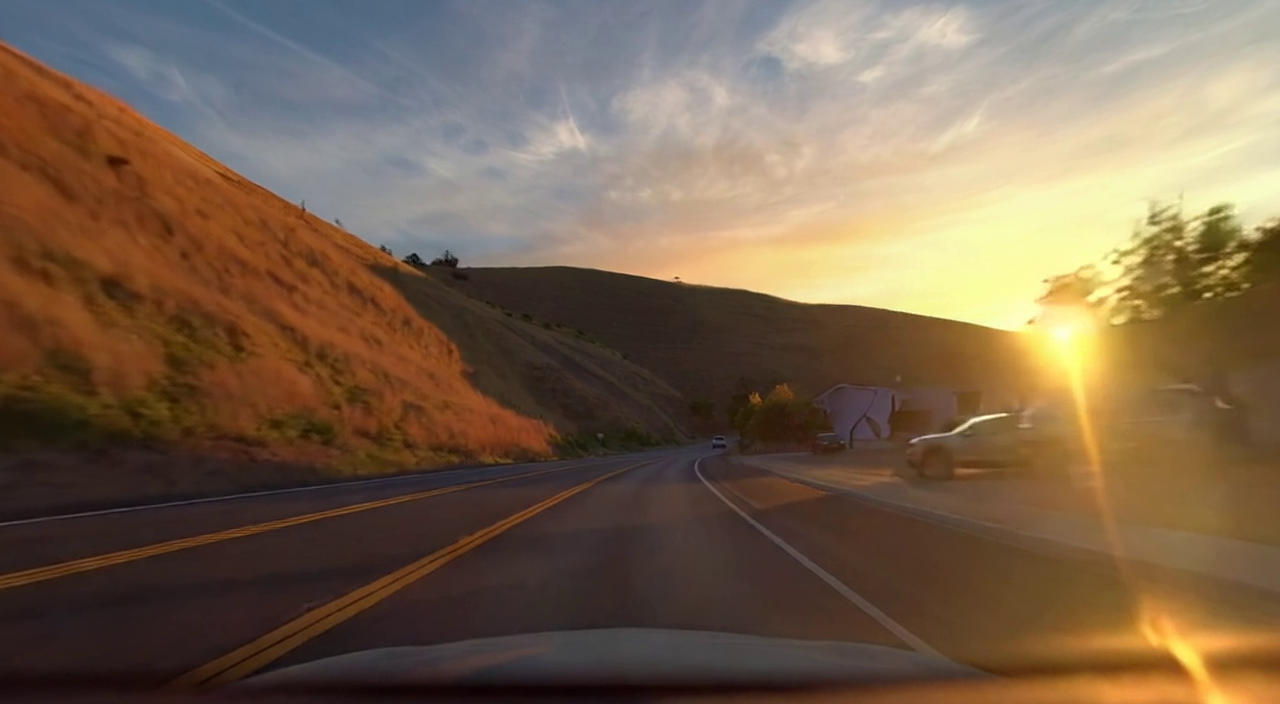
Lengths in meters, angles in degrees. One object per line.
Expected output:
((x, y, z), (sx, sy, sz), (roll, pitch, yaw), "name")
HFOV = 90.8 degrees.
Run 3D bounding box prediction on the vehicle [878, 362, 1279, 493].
((8.365, 1.678, 12.507), (2.216, 1.887, 6.388), (2, -12, -39), "vehicle")
